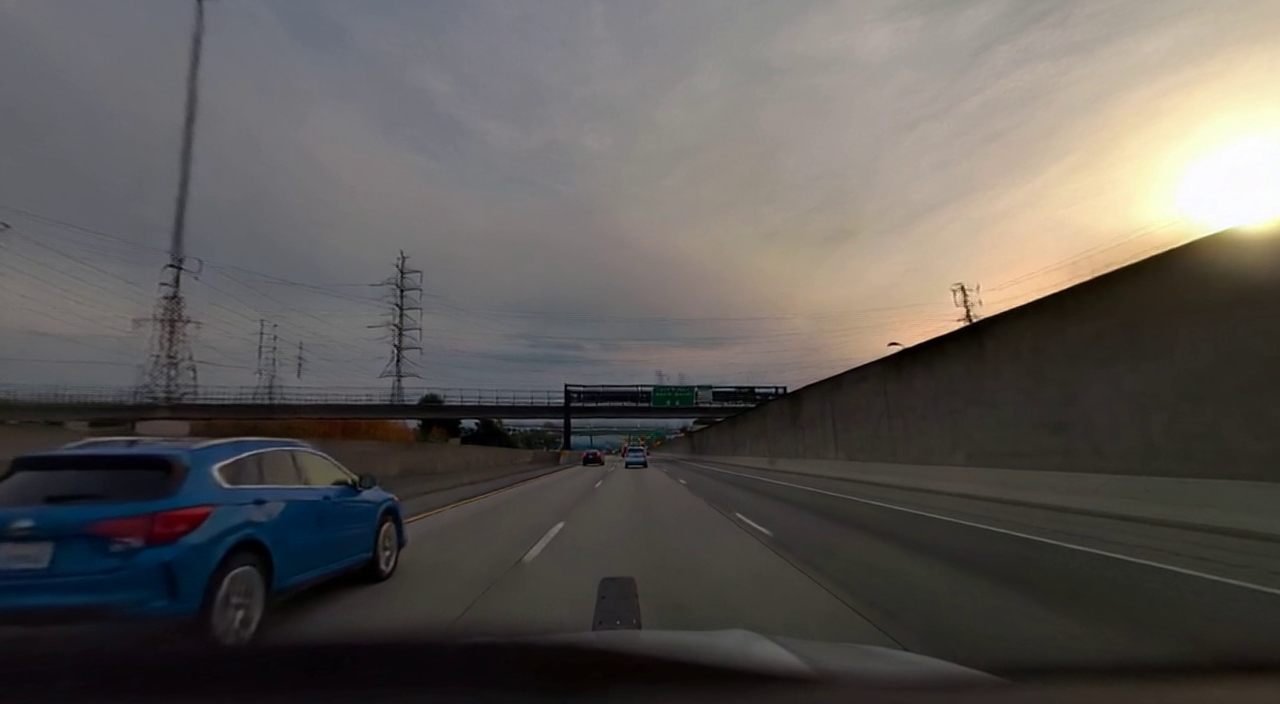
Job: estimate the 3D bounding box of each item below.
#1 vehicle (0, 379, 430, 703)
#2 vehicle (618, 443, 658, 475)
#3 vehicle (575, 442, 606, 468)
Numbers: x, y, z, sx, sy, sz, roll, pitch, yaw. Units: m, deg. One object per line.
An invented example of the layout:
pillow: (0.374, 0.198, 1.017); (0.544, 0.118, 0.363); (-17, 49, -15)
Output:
vehicle: (-3.220, 1.196, 4.620); (1.987, 1.548, 3.981); (0, -9, -1)
vehicle: (-0.122, 5.739, 33.813); (2.004, 1.615, 4.113); (0, -9, -1)
vehicle: (-3.792, 7.994, 48.913); (2.077, 1.884, 4.961); (0, -9, 0)
